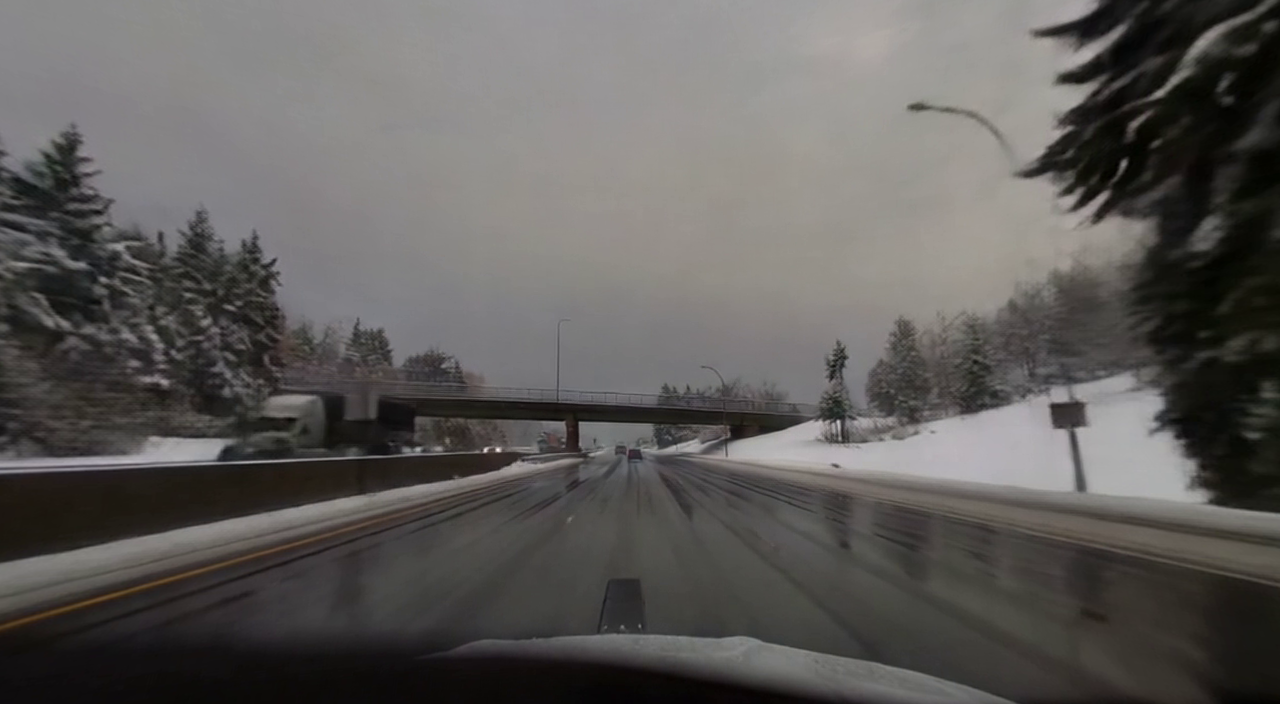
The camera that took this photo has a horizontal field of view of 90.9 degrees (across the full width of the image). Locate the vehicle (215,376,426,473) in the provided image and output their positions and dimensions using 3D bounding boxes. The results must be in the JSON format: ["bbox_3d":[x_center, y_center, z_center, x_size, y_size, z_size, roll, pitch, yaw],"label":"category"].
[{"bbox_3d":[-16.226,4.332,34.847,2.994,4.027,16.848,0,-9,0],"label":"vehicle"}]

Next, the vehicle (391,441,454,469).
[{"bbox_3d":[-11.900,5.676,34.790,1.957,1.454,4.392,0,-9,-1],"label":"vehicle"}]
